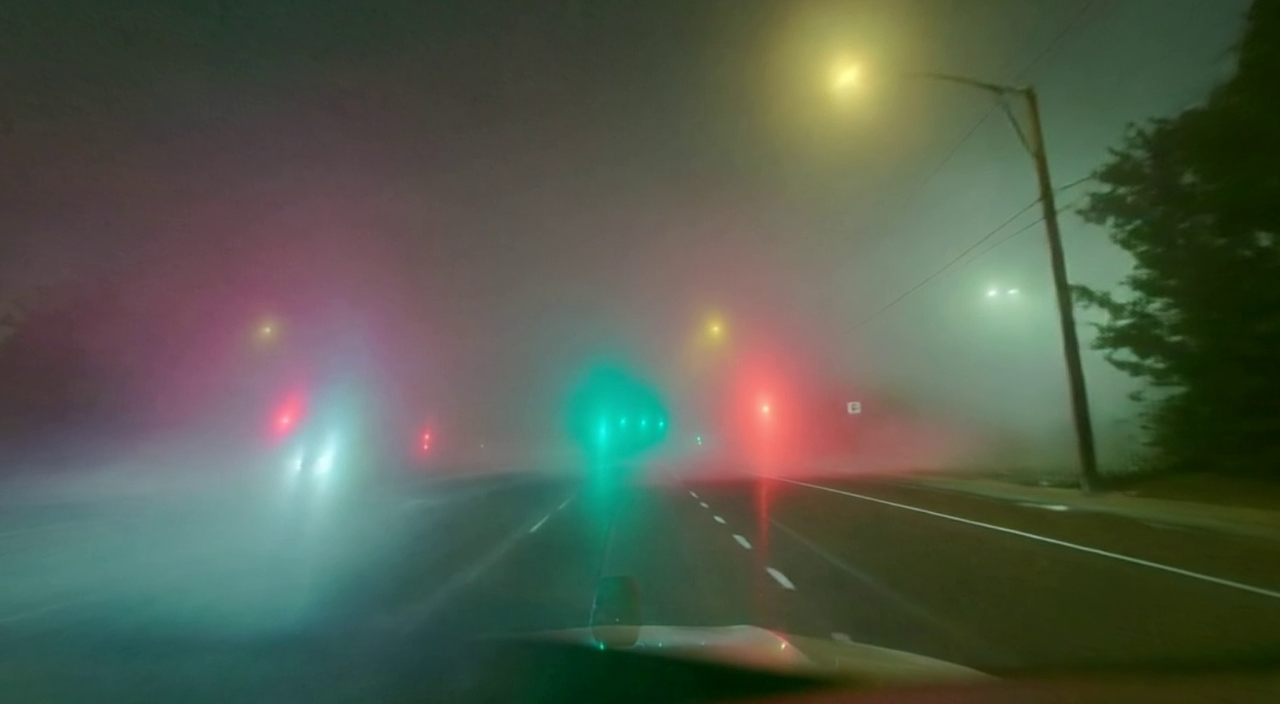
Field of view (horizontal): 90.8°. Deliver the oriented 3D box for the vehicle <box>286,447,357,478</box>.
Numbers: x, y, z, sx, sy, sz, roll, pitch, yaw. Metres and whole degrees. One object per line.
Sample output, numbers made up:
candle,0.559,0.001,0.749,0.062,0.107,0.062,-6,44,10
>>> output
vehicle,-18.888,6.527,37.722,1.976,1.704,4.316,0,-8,0
